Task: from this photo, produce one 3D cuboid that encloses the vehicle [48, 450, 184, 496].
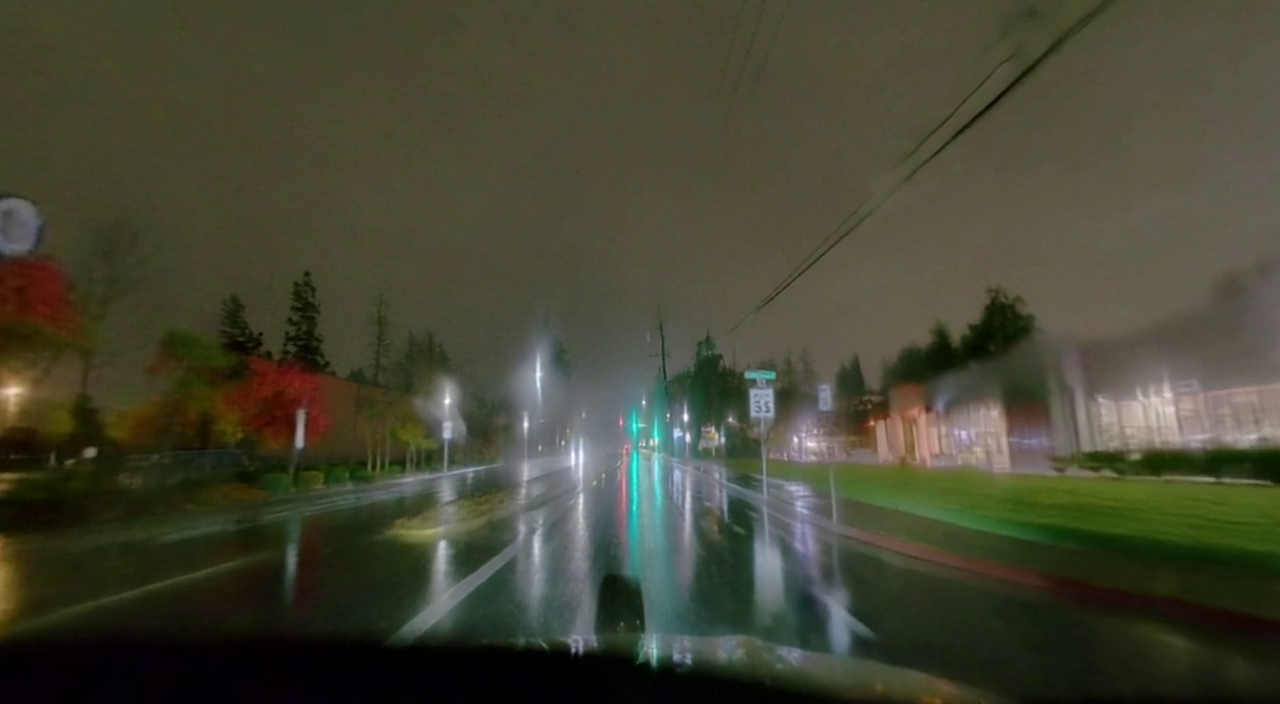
[{"bbox_3d":[-19.253,4.410,23.528,2.061,1.475,4.357,1,-9,-13],"label":"vehicle"}]
